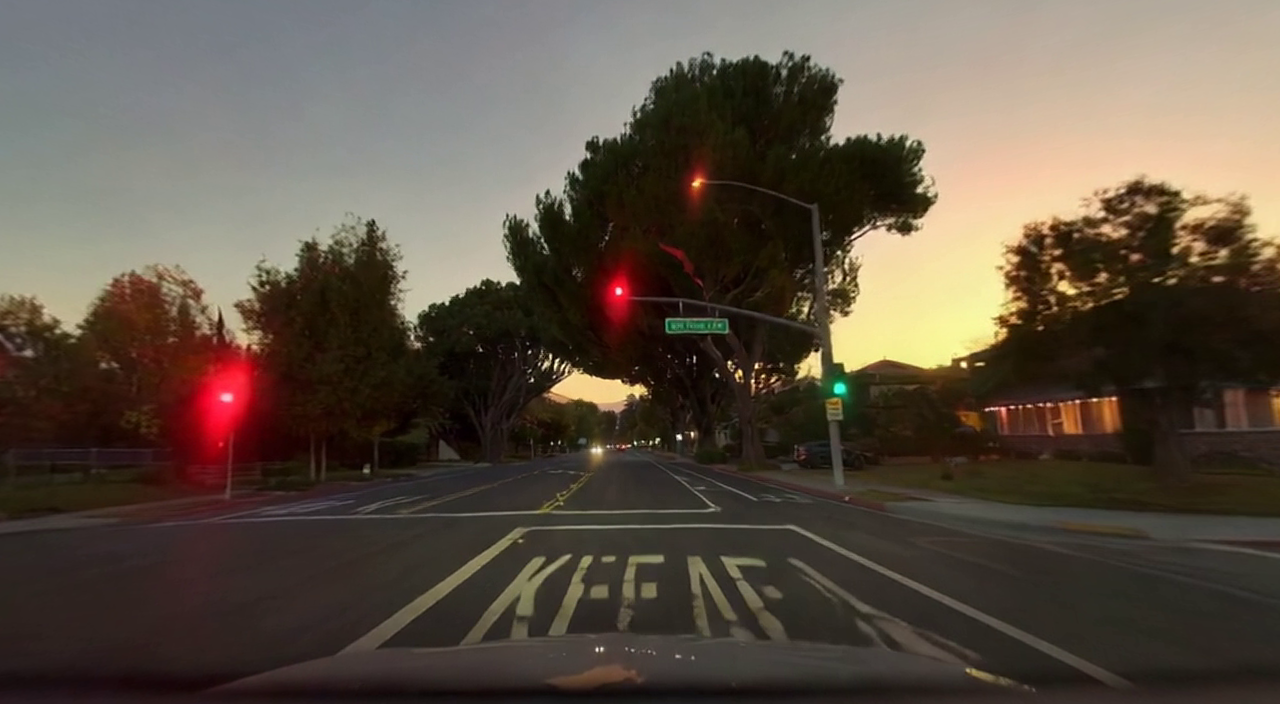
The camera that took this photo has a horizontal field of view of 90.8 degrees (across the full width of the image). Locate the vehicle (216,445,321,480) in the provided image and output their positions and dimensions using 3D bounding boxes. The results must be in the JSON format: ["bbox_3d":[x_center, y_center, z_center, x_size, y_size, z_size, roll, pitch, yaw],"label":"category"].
[{"bbox_3d":[-18.773,5.570,32.072,4.115,1.699,1.848,0,-9,-1],"label":"vehicle"}]

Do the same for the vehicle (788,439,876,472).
[{"bbox_3d":[10.983,5.928,36.291,4.423,1.779,1.883,0,-9,1],"label":"vehicle"}]
